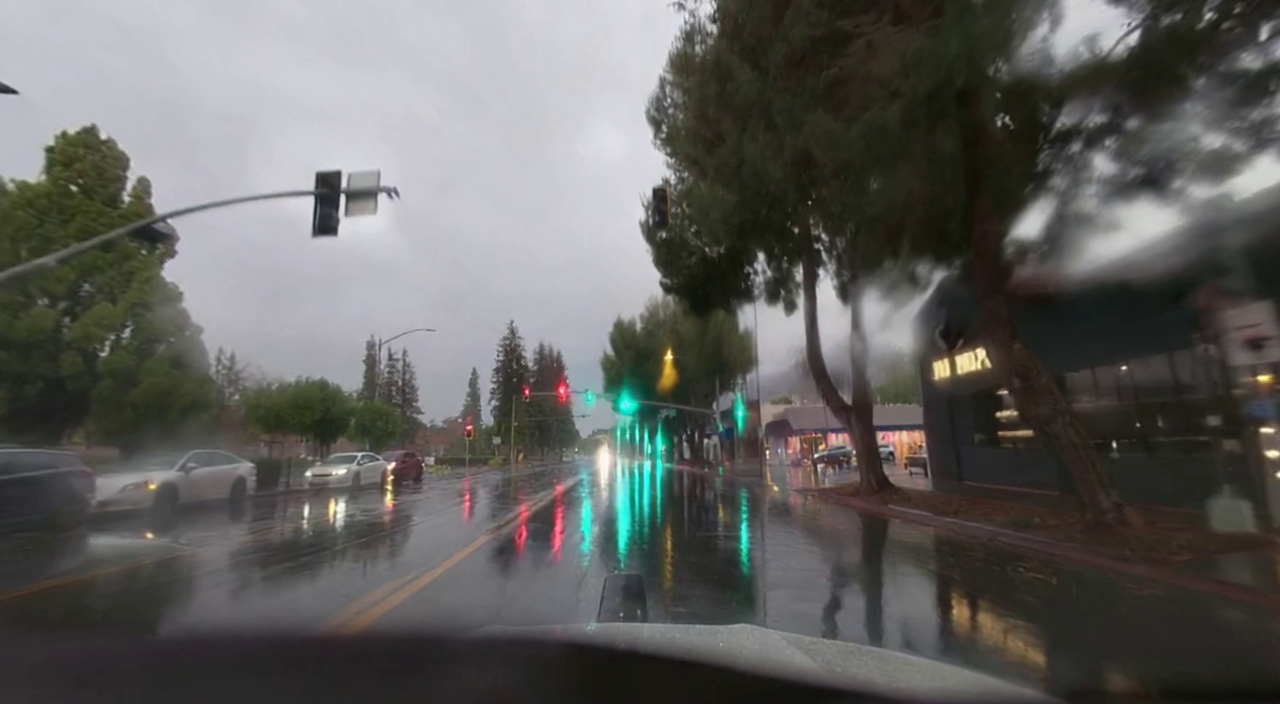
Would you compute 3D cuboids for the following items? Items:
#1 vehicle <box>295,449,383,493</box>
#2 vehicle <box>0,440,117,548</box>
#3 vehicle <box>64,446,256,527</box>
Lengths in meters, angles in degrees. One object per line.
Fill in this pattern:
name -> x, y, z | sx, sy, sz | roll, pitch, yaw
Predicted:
vehicle -> -12.542, 4.940, 26.481 | 1.923, 1.706, 3.802 | 0, -9, -3
vehicle -> -11.505, 2.331, 10.331 | 1.996, 1.760, 4.635 | 0, -9, -3
vehicle -> -11.967, 3.332, 16.124 | 1.894, 1.630, 4.083 | -4, -9, -3
